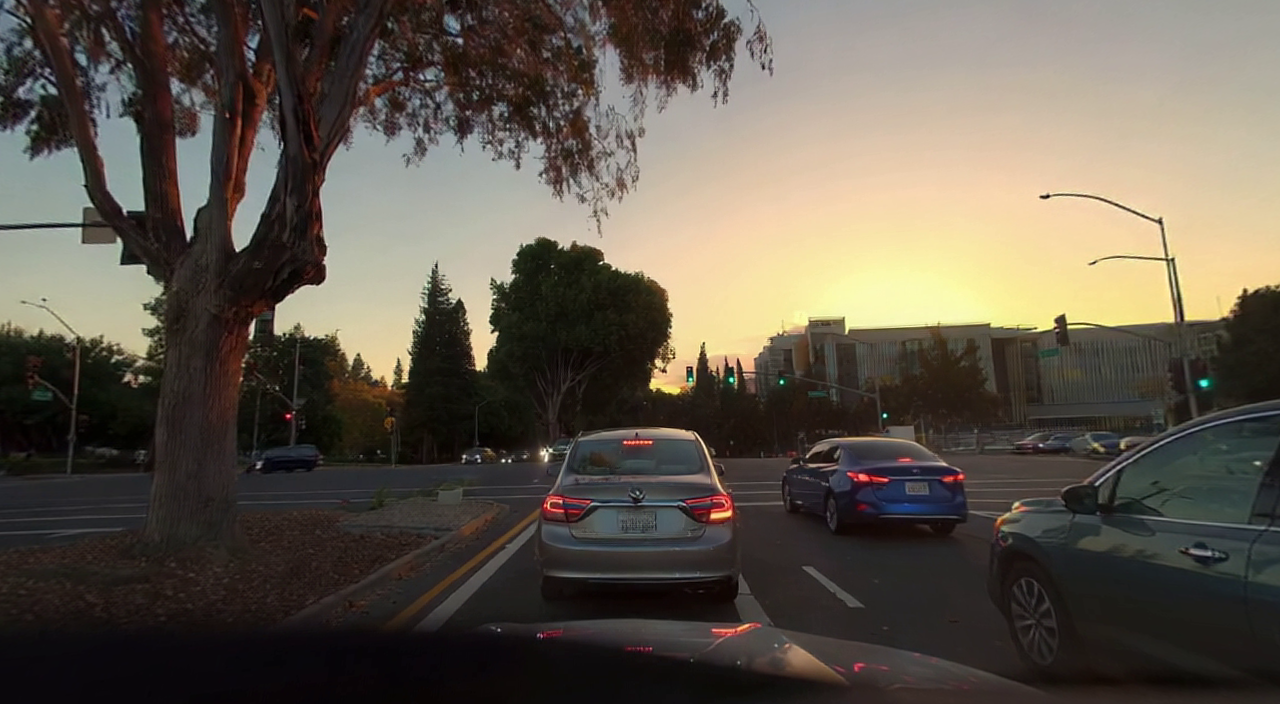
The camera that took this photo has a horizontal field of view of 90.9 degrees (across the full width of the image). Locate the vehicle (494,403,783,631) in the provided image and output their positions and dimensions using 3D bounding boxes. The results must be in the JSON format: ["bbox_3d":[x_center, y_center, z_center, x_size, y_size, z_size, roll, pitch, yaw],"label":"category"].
[{"bbox_3d":[-0.027,1.479,6.521,2.074,1.631,3.793,0,-9,-1],"label":"vehicle"}]

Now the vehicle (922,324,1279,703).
[{"bbox_3d":[3.720,0.935,3.449,2.162,1.829,4.519,0,-9,-1],"label":"vehicle"}]

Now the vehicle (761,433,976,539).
[{"bbox_3d":[3.687,2.261,11.314,2.054,1.482,4.654,0,-9,-1],"label":"vehicle"}]
